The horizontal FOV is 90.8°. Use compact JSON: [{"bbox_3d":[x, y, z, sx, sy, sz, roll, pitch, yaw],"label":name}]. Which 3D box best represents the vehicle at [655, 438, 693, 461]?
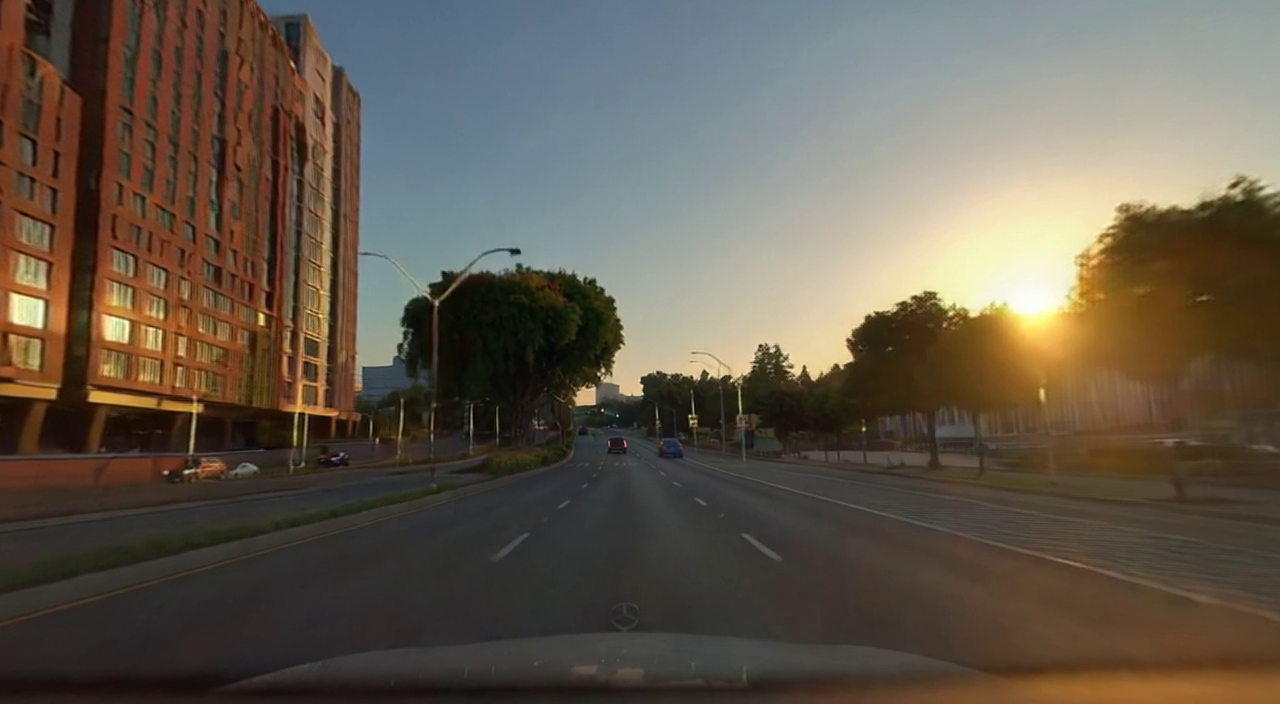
[{"bbox_3d":[2.284,6.721,43.667,2.090,1.506,4.382,0,-8,-3],"label":"vehicle"}]

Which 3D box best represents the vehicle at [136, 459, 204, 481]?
[{"bbox_3d":[-35.515,8.880,47.843,3.762,1.498,1.983,4,-10,-28],"label":"vehicle"}]

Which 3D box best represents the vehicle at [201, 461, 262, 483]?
[{"bbox_3d":[-30.265,8.897,46.956,1.732,1.427,4.059,0,-8,1],"label":"vehicle"}]
